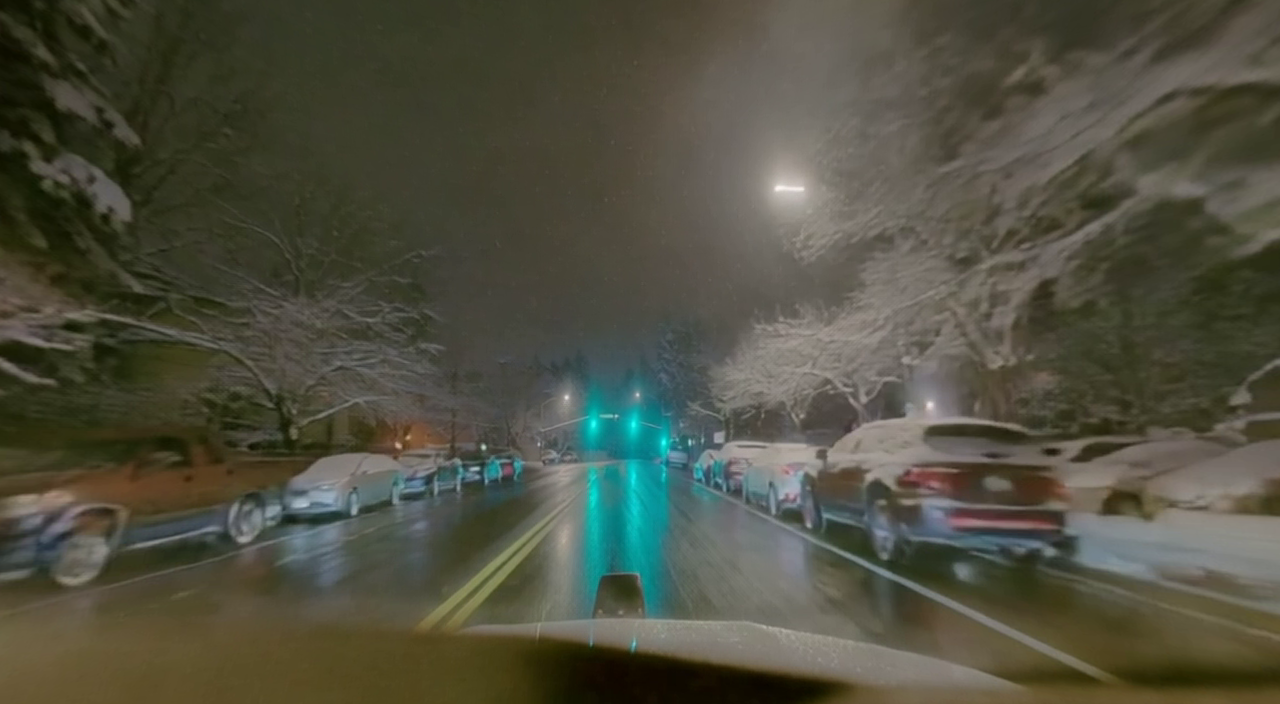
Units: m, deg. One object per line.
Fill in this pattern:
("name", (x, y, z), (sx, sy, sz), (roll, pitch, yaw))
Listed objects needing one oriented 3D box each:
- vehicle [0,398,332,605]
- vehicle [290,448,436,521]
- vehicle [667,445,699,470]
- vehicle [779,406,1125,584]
("vehicle", (-7.260, 2.001, 9.867), (2.382, 2.223, 5.472), (-3, -6, -3))
("vehicle", (-7.454, 3.550, 17.627), (2.113, 1.486, 4.774), (-2, -7, -2))
("vehicle", (3.338, 8.252, 49.696), (2.034, 1.906, 4.653), (0, -8, -2))
("vehicle", (3.925, 1.922, 9.552), (2.255, 1.863, 5.629), (0, -8, -1))
